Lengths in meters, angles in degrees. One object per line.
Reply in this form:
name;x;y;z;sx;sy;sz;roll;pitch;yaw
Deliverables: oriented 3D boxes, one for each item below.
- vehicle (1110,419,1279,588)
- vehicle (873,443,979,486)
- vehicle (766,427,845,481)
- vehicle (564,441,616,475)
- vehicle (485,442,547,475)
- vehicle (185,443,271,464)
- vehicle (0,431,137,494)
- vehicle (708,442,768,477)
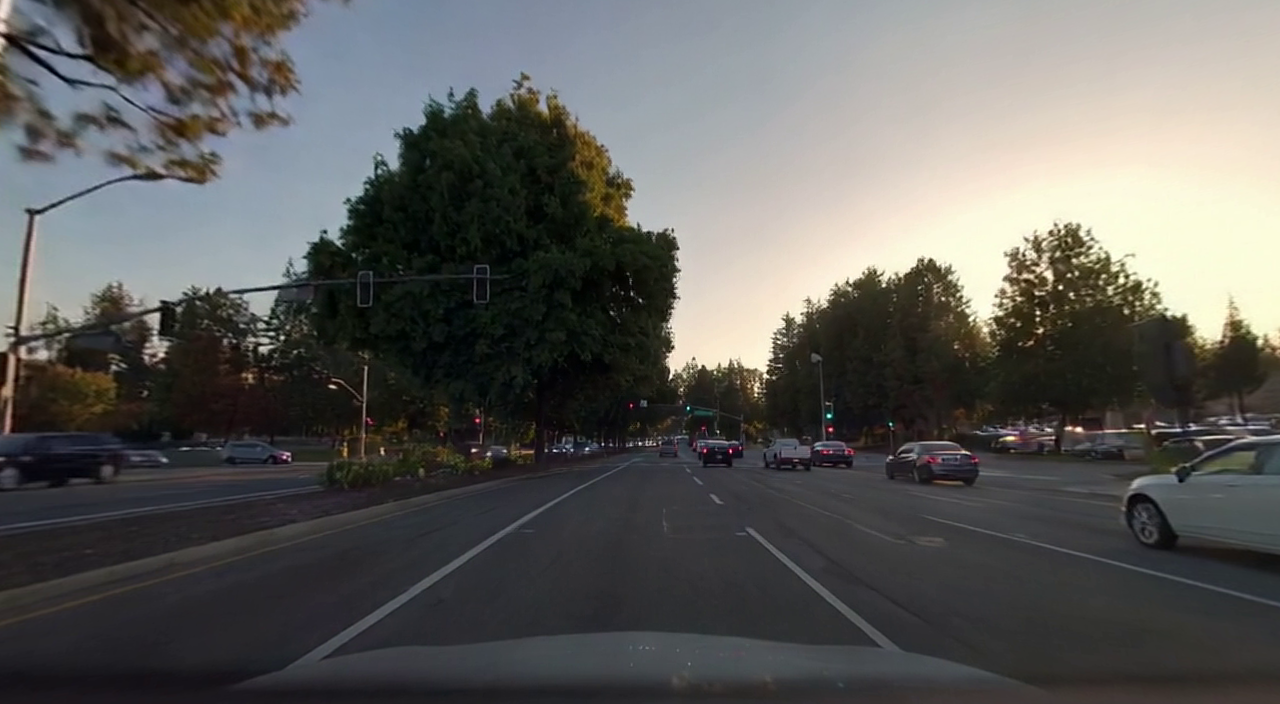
vehicle;7.210;1.450;6.058;2.051;1.620;4.702;-1;-8;6
vehicle;11.029;4.349;24.736;1.963;1.513;4.600;0;-8;0
vehicle;7.320;4.567;28.485;2.186;2.202;5.426;0;-8;1
vehicle;-2.361;5.181;30.938;1.958;1.542;4.175;-1;-8;3
vehicle;-6.102;5.281;31.557;2.004;1.529;4.319;-1;-8;3
vehicle;-31.357;7.719;48.137;5.137;1.482;1.918;3;-9;-21
vehicle;-18.633;3.380;19.543;1.981;1.721;4.772;-1;-8;2
vehicle;4.709;5.247;31.064;2.292;1.563;4.734;0;-8;2
